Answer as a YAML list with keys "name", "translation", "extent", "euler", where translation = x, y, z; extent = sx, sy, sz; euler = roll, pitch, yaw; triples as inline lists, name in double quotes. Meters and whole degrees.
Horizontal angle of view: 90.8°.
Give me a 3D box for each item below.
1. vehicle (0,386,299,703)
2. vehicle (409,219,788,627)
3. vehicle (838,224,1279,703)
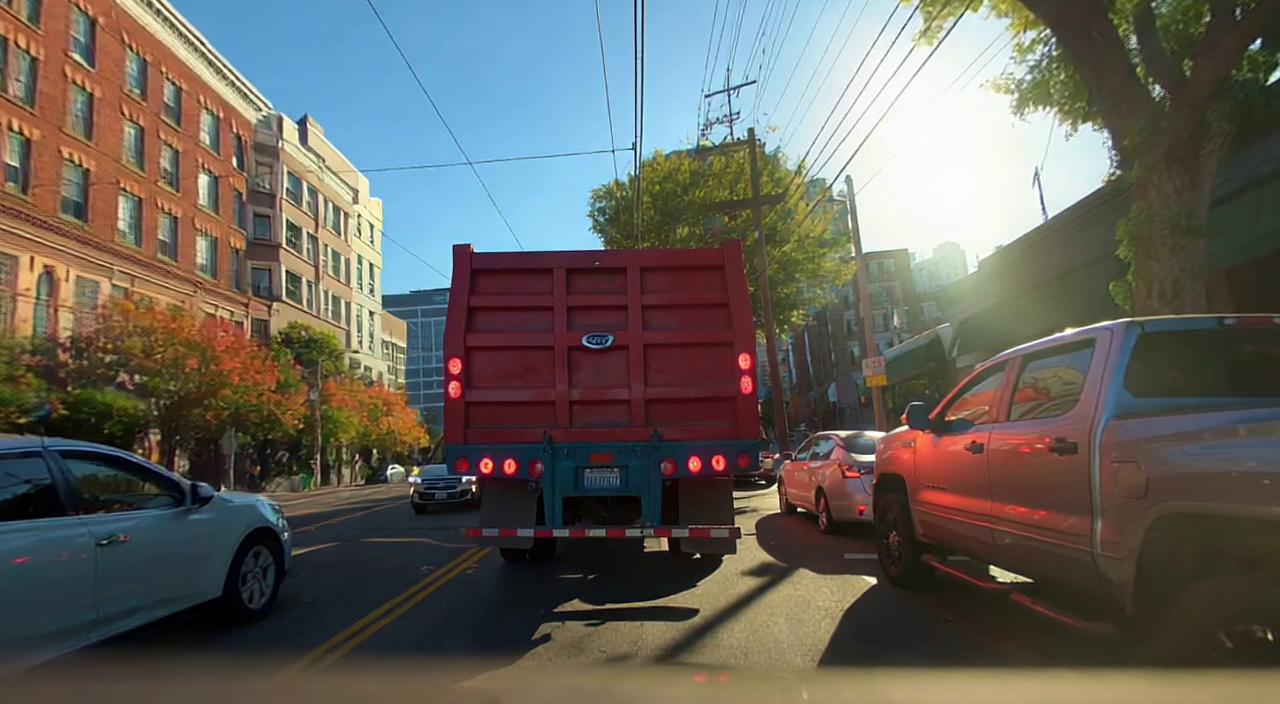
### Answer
- name: "vehicle"
  translation: [-4.113, 1.059, 3.435]
  extent: [1.988, 1.657, 4.492]
  euler: [0, -8, 0]
- name: "vehicle"
  translation: [-0.226, 1.099, 9.102]
  extent: [2.878, 3.204, 8.244]
  euler: [0, -8, 1]
- name: "vehicle"
  translation: [3.235, 0.844, 3.853]
  extent: [2.242, 1.979, 5.722]
  euler: [0, -8, 1]
